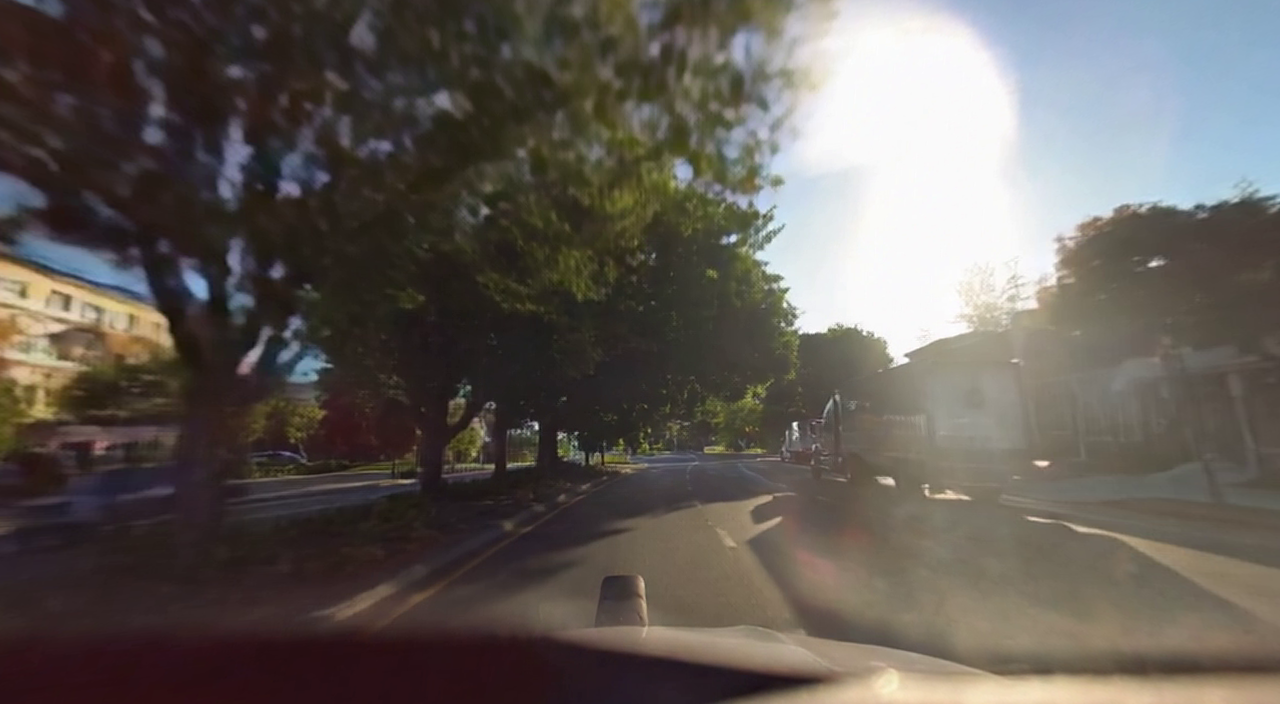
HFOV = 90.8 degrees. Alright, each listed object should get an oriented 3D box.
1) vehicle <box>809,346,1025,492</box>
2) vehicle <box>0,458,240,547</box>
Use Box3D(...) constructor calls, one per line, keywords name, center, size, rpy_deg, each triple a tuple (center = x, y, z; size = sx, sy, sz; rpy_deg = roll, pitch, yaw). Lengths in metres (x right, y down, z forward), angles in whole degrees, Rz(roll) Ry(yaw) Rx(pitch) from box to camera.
Box3D(name="vehicle", center=(10.753, 3.348, 28.096), size=(2.907, 4.439, 17.681), rpy_deg=(0, -9, 4))
Box3D(name="vehicle", center=(-11.047, 3.078, 13.614), size=(1.907, 1.505, 4.354), rpy_deg=(0, -9, 1))
